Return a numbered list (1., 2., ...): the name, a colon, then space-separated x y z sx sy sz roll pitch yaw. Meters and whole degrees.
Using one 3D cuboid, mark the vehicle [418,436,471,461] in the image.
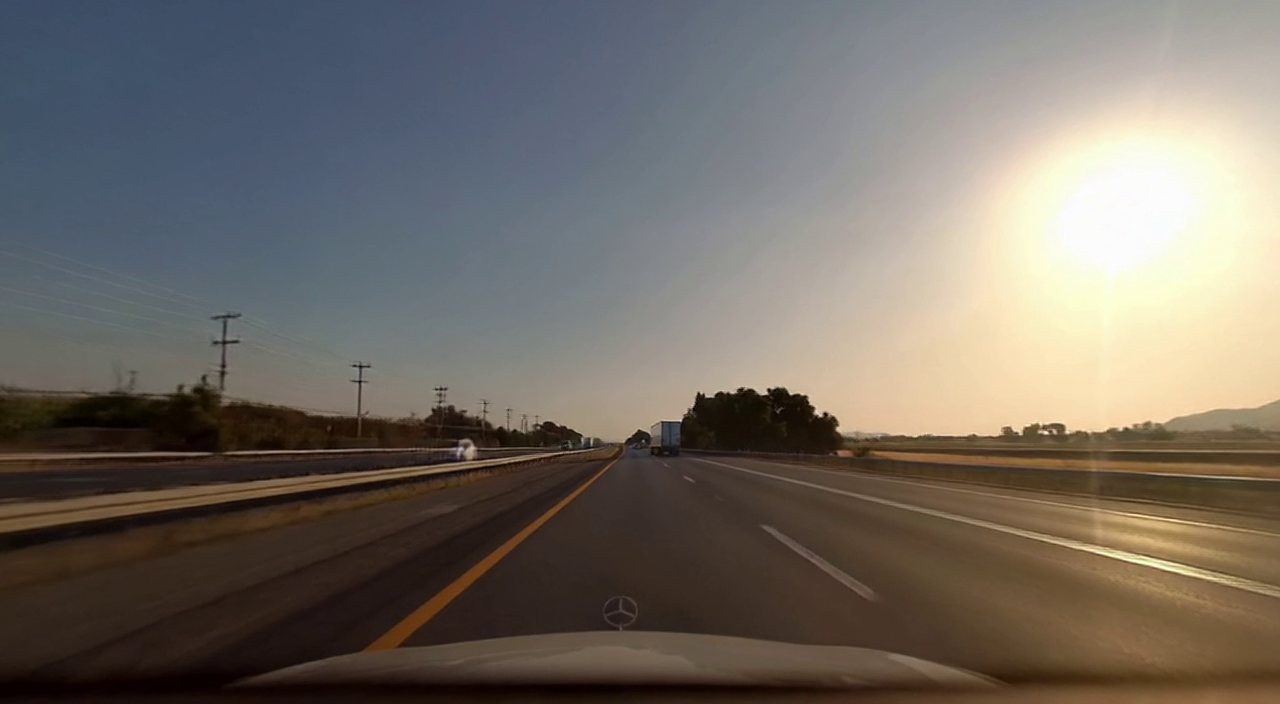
1. vehicle: -12.829 6.381 41.518 1.985 1.509 4.745 0 -9 0
